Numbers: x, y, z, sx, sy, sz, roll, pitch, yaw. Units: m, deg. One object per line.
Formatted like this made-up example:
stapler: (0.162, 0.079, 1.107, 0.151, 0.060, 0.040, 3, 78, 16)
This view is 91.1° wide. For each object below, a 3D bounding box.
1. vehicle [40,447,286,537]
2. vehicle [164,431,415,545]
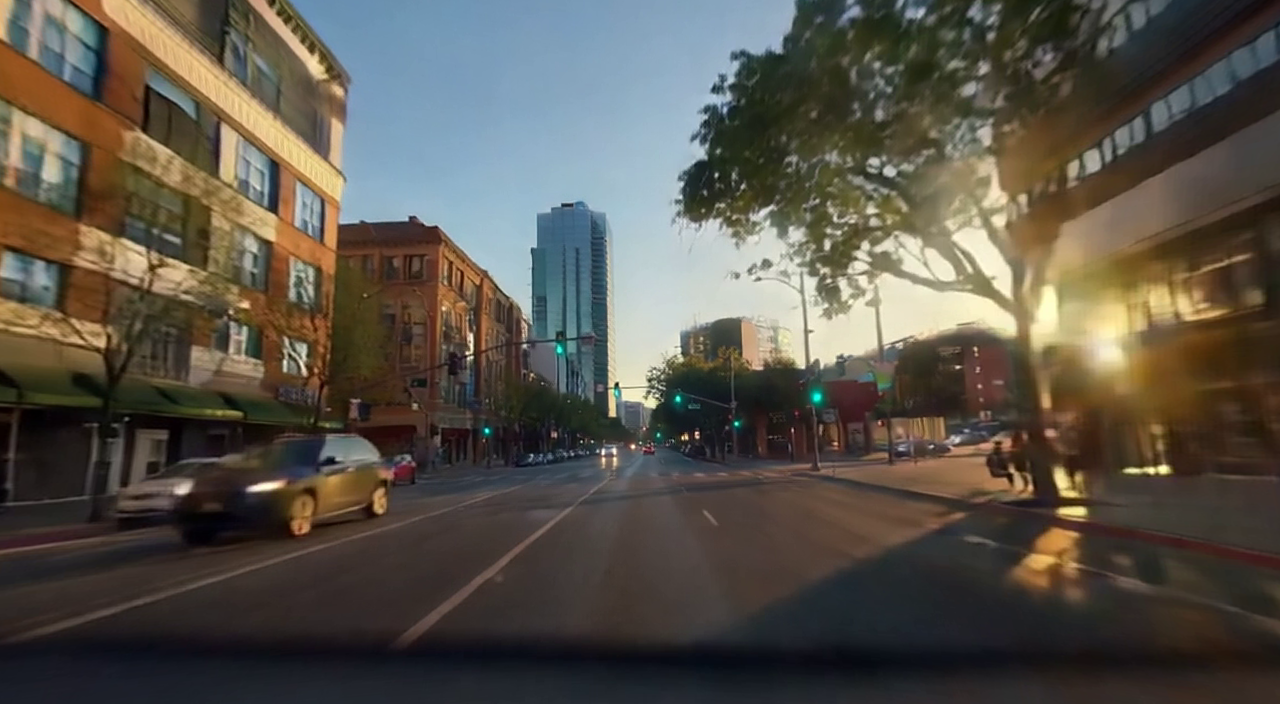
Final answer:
vehicle: (-12.256, 3.557, 16.862, 2.126, 1.963, 5.547, 0, -9, 2)
vehicle: (-6.103, 2.389, 11.742, 2.128, 1.704, 4.343, 0, -9, 1)
